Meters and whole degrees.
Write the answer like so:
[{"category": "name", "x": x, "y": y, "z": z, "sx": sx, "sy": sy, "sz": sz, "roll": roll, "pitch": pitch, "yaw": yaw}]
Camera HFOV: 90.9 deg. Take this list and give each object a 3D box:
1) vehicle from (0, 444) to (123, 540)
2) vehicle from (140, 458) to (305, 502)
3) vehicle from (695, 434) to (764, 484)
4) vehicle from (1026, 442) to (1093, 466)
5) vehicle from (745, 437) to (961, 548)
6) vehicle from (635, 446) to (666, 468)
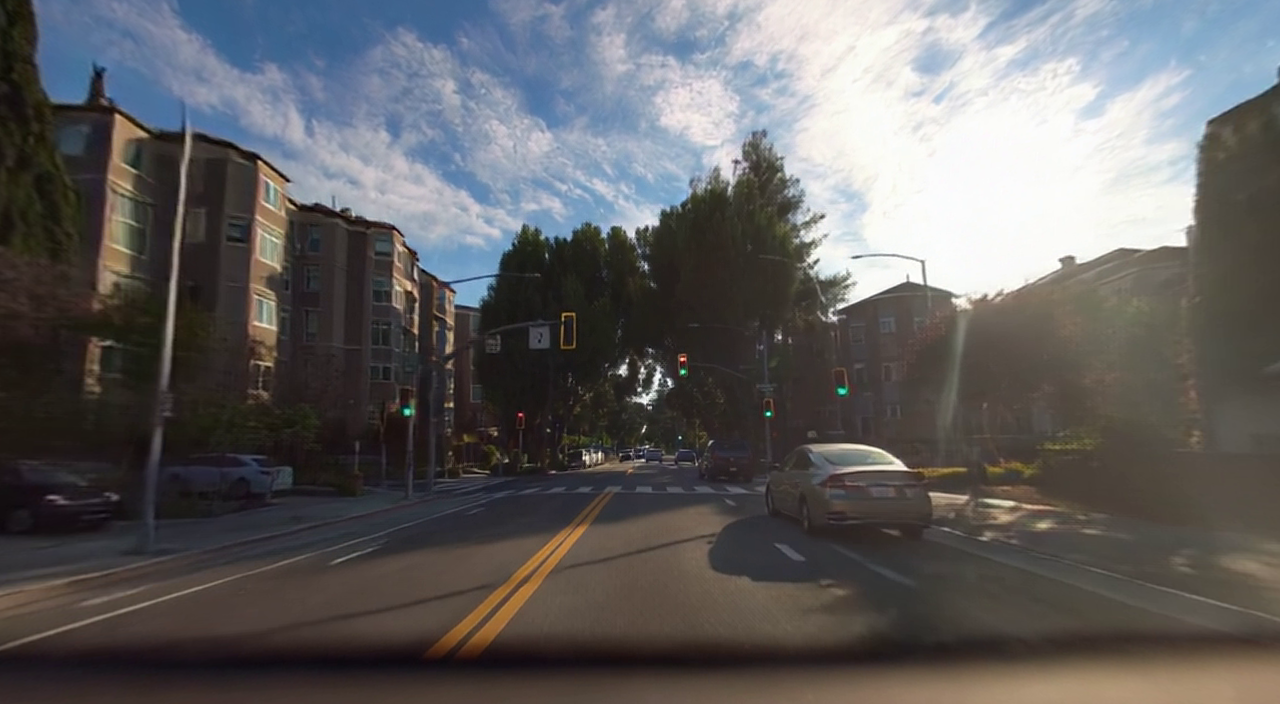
[{"category": "vehicle", "x": -15.308, "y": 3.223, "z": 14.658, "sx": 4.650, "sy": 1.993, "sz": 2.225, "roll": -2, "pitch": -8, "yaw": 3}, {"category": "vehicle", "x": -15.290, "y": 4.696, "z": 23.256, "sx": 4.727, "sy": 1.483, "sz": 2.002, "roll": -1, "pitch": -9, "yaw": 4}, {"category": "vehicle", "x": 3.577, "y": 4.388, "z": 26.218, "sx": 2.199, "sy": 1.872, "sz": 4.513, "roll": 0, "pitch": -9, "yaw": 0}, {"category": "vehicle", "x": 28.777, "y": 7.002, "z": 43.351, "sx": 1.698, "sy": 1.477, "sz": 3.735, "roll": -2, "pitch": -9, "yaw": -7}, {"category": "vehicle", "x": 3.296, "y": 2.280, "z": 11.001, "sx": 2.078, "sy": 1.488, "sz": 4.741, "roll": 0, "pitch": -9, "yaw": 0}, {"category": "vehicle", "x": 0.675, "y": 7.451, "z": 44.748, "sx": 2.097, "sy": 1.463, "sz": 4.043, "roll": 0, "pitch": -9, "yaw": 0}]
